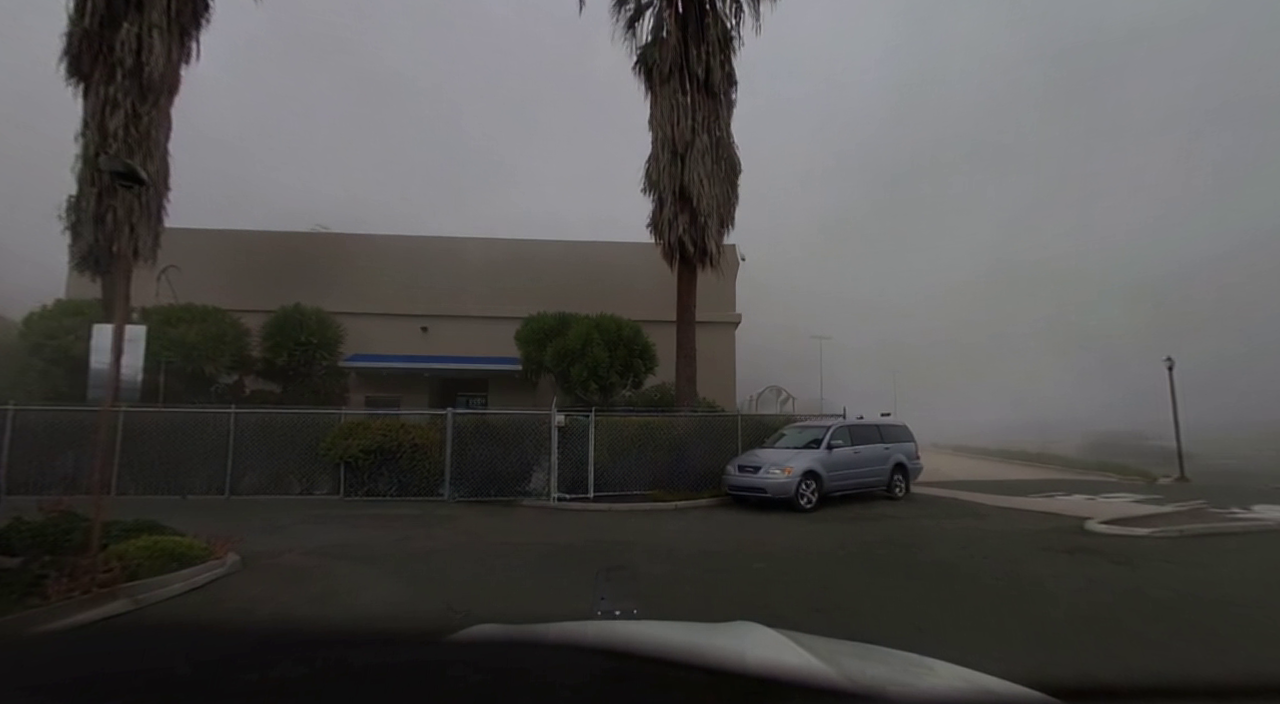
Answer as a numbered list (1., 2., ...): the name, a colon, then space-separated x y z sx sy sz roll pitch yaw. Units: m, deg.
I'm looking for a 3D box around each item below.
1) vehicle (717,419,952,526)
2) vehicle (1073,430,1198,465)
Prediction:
1. vehicle: 3.941 2.258 12.709 4.365 1.791 2.073 4 -7 -31
2. vehicle: 22.571 4.382 29.068 1.860 1.417 4.750 1 -8 -1
